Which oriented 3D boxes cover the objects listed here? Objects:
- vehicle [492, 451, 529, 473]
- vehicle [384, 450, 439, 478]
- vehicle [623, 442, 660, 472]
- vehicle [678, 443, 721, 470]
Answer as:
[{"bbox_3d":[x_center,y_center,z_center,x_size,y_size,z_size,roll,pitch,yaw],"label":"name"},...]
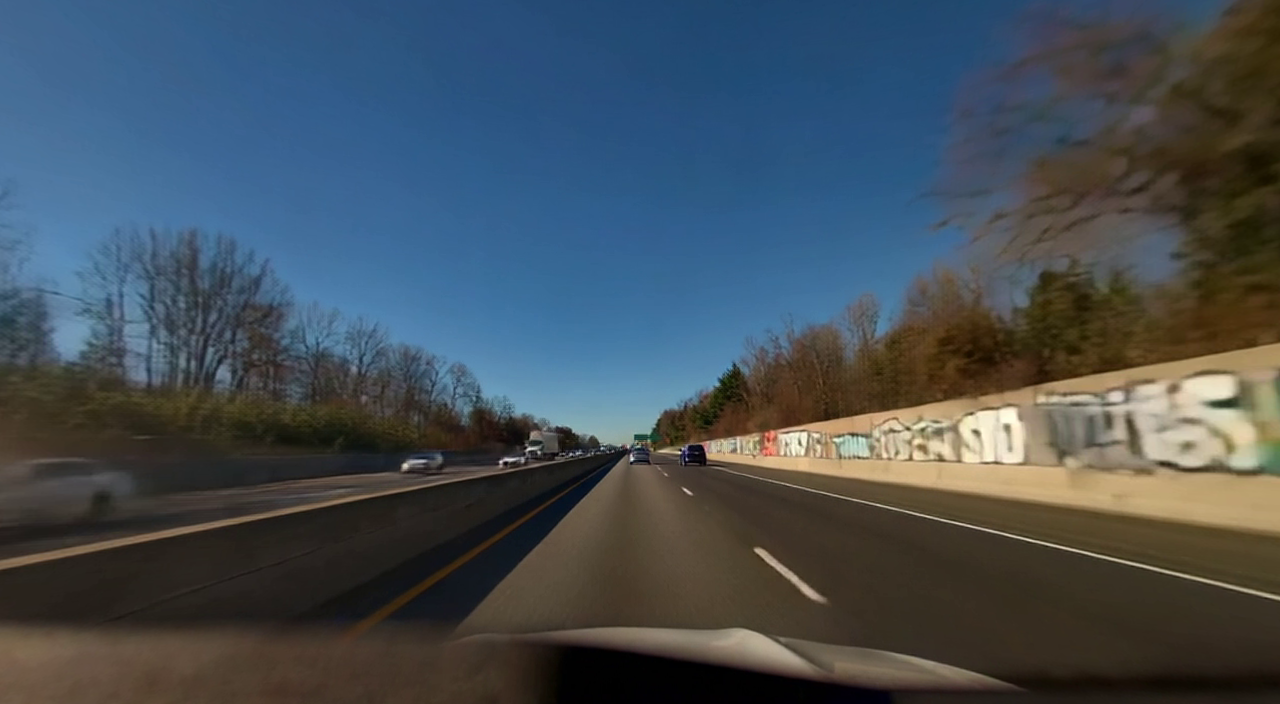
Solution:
[{"bbox_3d":[-9.448,8.017,45.948,1.843,1.494,4.347,0,-9,-1],"label":"vehicle"},{"bbox_3d":[-13.951,6.842,38.503,1.871,1.567,4.052,-1,-9,0],"label":"vehicle"},{"bbox_3d":[0.079,6.358,38.160,2.095,1.671,4.219,0,-9,-1],"label":"vehicle"},{"bbox_3d":[3.725,6.670,40.125,2.303,1.614,4.154,-1,-9,0],"label":"vehicle"}]
